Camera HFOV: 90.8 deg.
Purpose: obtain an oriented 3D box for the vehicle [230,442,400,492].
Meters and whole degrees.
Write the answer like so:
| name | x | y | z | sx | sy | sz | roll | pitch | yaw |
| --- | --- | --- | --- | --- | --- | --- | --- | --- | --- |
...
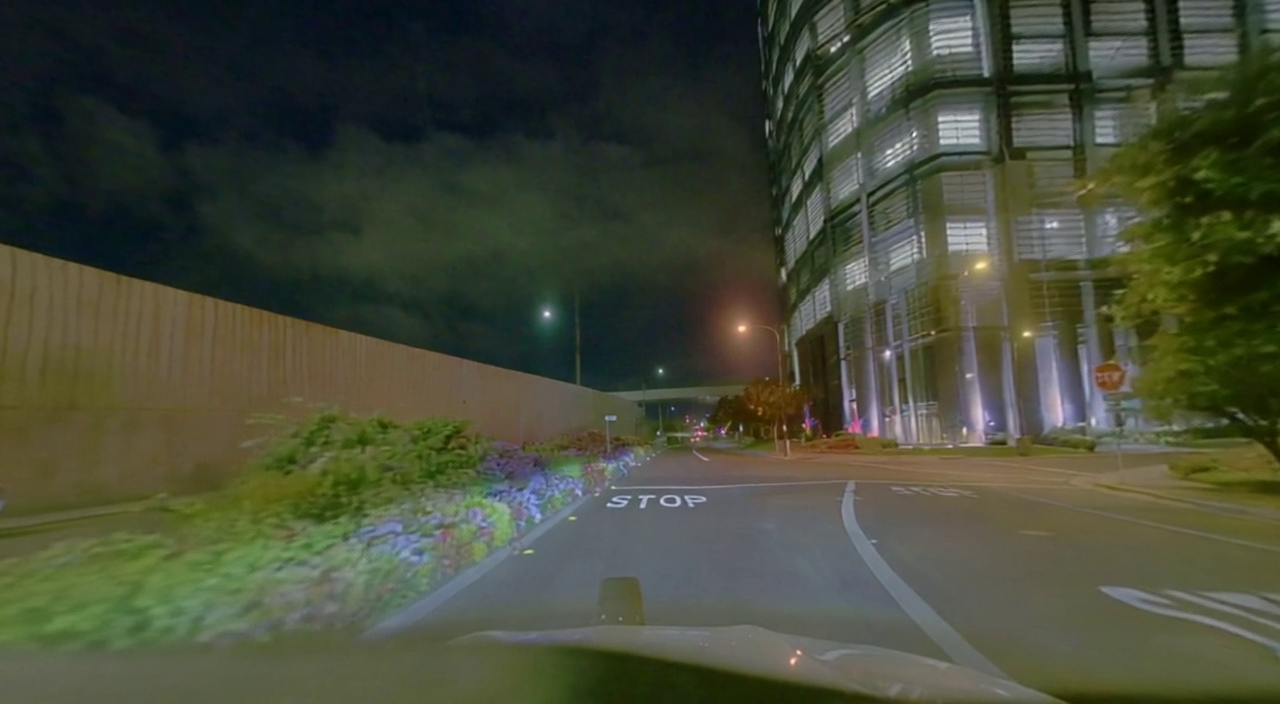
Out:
| name | x | y | z | sx | sy | sz | roll | pitch | yaw |
| --- | --- | --- | --- | --- | --- | --- | --- | --- | --- |
| vehicle | -10.650 | 3.732 | 20.881 | 4.694 | 1.447 | 2.137 | 5 | -10 | -30 |
